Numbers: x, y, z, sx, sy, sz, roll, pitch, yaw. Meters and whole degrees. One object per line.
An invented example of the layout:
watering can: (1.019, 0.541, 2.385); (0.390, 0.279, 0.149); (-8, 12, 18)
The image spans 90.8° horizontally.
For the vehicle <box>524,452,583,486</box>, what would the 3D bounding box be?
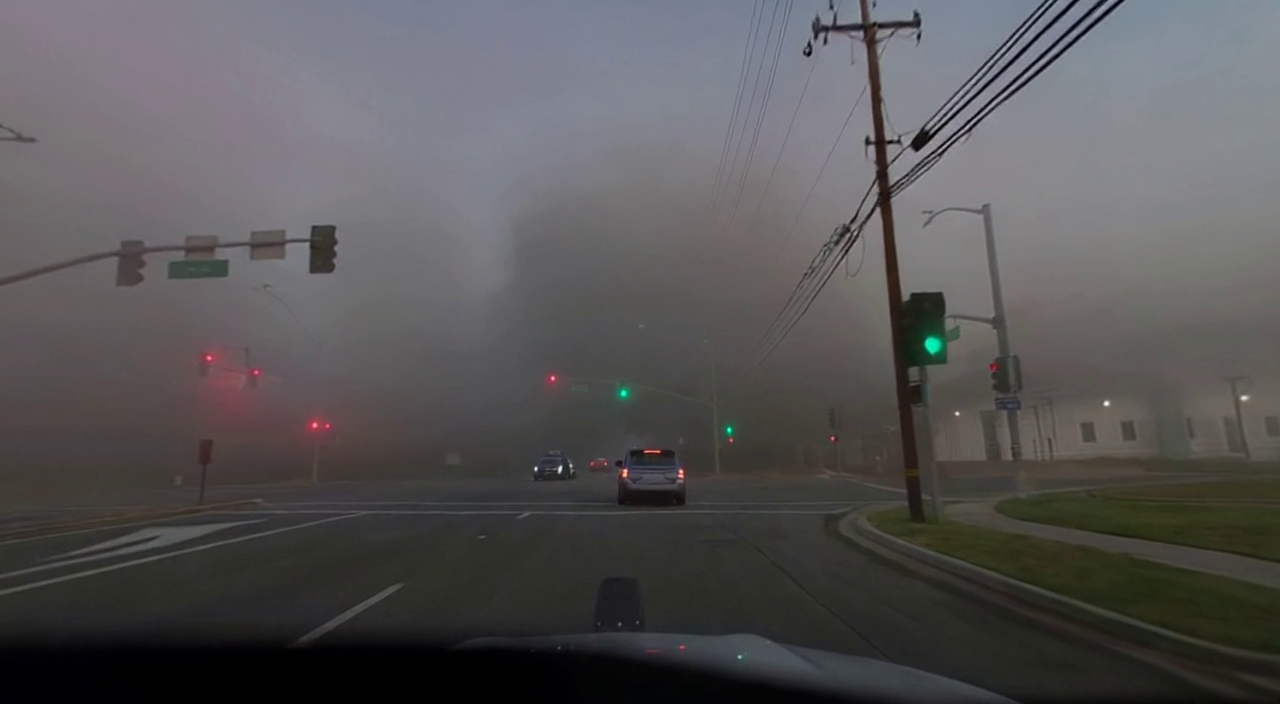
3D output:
vehicle: (-4.074, 5.623, 30.592); (2.153, 1.474, 4.284); (0, -9, 1)

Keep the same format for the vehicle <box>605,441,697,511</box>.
vehicle: (0.250, 3.227, 16.943); (2.156, 1.636, 3.923); (0, -9, 0)
